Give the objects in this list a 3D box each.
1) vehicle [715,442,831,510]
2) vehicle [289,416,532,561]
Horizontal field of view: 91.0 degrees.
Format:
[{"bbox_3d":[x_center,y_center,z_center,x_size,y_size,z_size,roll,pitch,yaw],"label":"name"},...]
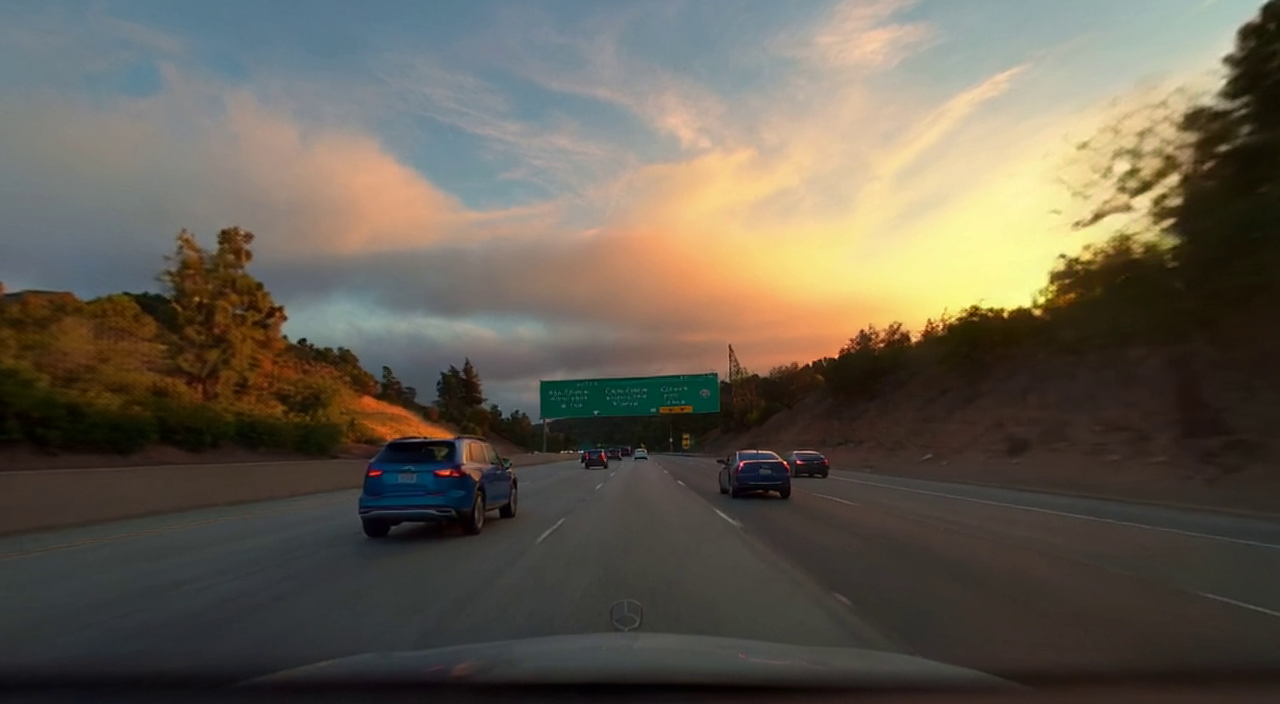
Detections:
[{"bbox_3d":[3.203,3.070,16.054,1.979,1.486,4.125,0,-9,-1],"label":"vehicle"},{"bbox_3d":[-3.210,2.020,10.033,2.137,1.756,4.453,0,-9,0],"label":"vehicle"}]
